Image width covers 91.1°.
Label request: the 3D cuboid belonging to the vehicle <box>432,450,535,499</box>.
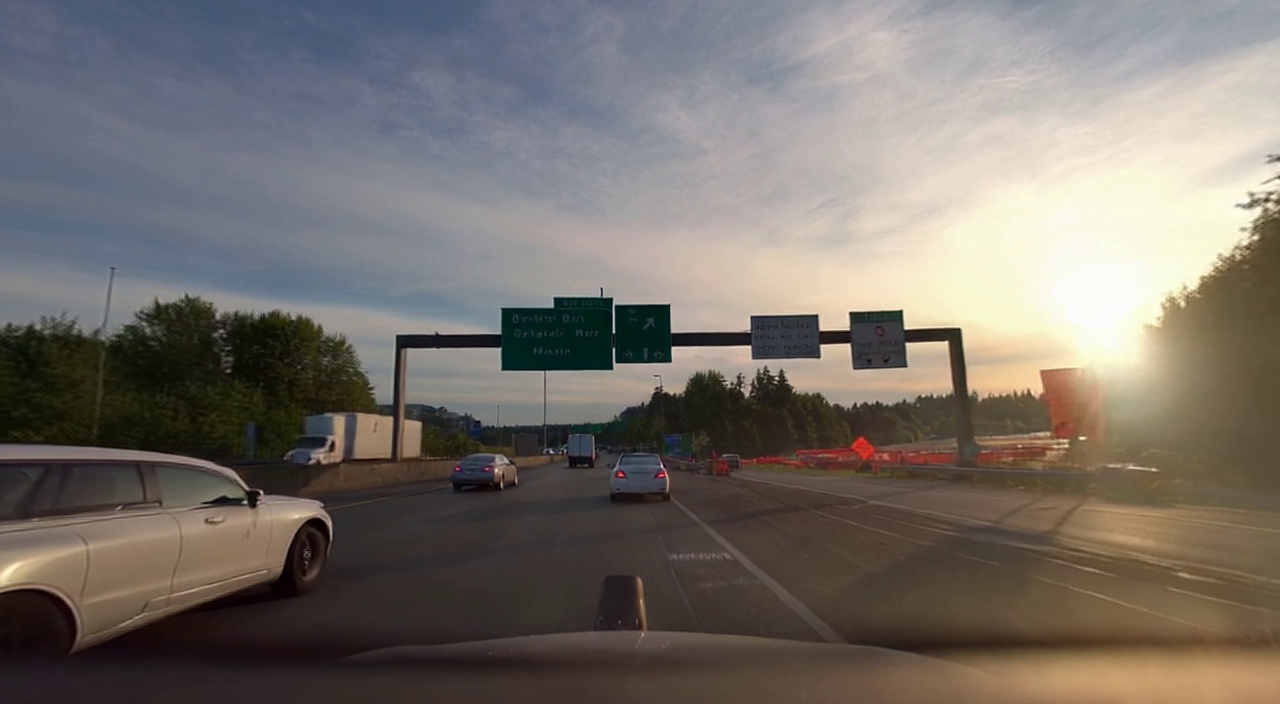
[{"bbox_3d":[-4.941,3.943,20.541,2.063,1.417,4.000,-1,-9,4],"label":"vehicle"}]

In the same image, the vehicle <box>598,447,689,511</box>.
[{"bbox_3d":[0.064,3.201,16.237,2.080,1.451,3.512,0,-9,0],"label":"vehicle"}]

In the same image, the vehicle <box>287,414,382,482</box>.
[{"bbox_3d":[-19.355,6.148,40.273,2.979,3.948,5.862,0,-9,0],"label":"vehicle"}]
